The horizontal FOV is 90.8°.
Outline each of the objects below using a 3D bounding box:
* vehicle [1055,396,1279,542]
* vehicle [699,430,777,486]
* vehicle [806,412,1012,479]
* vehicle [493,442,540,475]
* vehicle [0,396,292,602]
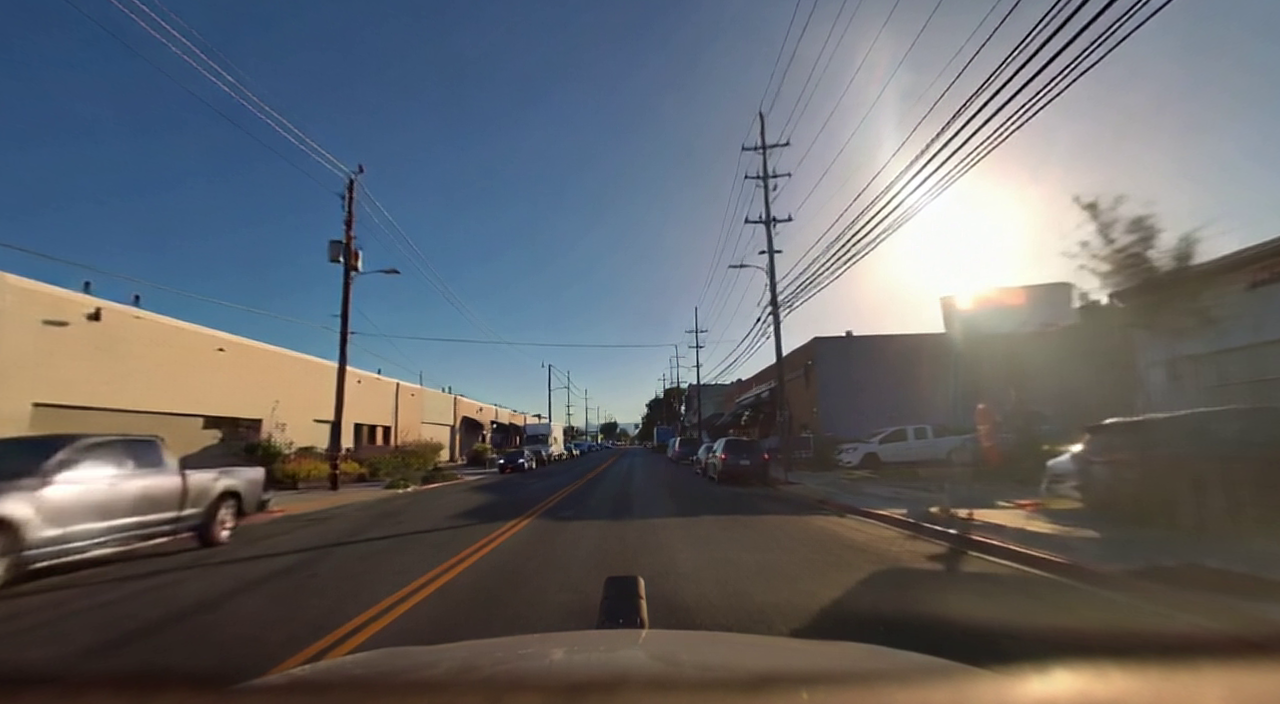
[{"bbox_3d":[8.915,1.616,9.035,4.406,1.822,2.071,0,-8,1],"label":"vehicle"},{"bbox_3d":[3.751,4.205,25.379,2.333,1.967,6.008,0,-8,2],"label":"vehicle"},{"bbox_3d":[10.962,3.888,26.317,7.236,2.219,2.674,-3,-8,0],"label":"vehicle"},{"bbox_3d":[-7.846,6.786,40.514,2.123,1.802,4.486,-4,-8,-2],"label":"vehicle"},{"bbox_3d":[-7.950,1.927,8.988,2.530,2.110,6.445,-3,-8,-2],"label":"vehicle"}]
